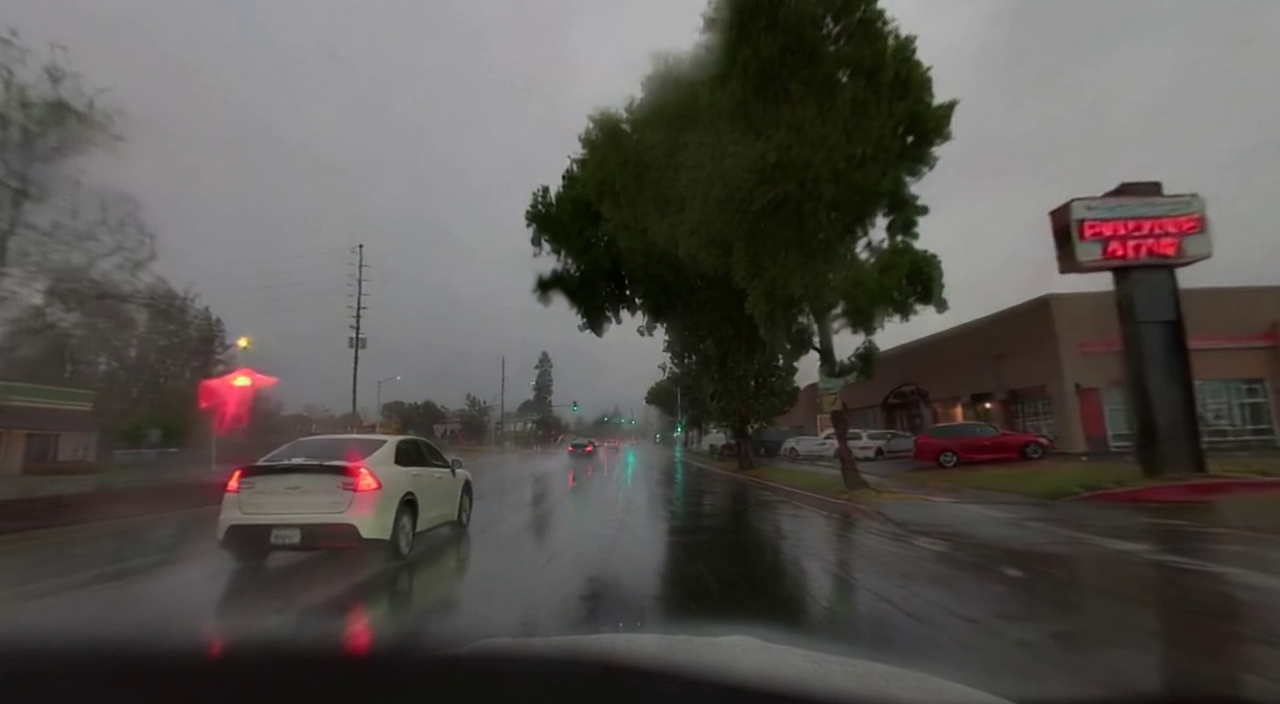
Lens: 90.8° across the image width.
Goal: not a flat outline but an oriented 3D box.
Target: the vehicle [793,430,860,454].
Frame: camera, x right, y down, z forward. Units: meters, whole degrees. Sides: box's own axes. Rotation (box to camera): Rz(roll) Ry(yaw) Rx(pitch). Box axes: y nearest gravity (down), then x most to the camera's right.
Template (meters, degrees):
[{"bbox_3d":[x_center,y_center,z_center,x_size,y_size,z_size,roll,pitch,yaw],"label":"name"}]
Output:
[{"bbox_3d":[13.468,6.554,45.806,4.165,1.650,1.946,0,-9,-2],"label":"vehicle"}]

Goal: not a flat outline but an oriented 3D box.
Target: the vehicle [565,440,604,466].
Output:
[{"bbox_3d":[-3.262,6.045,37.964,1.955,1.461,4.396,0,-9,0],"label":"vehicle"}]

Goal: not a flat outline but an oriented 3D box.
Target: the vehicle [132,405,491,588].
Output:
[{"bbox_3d":[-3.550,1.672,8.127,2.126,1.655,4.560,0,-9,0],"label":"vehicle"}]

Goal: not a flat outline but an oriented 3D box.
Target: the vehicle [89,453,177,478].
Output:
[{"bbox_3d":[-34.154,7.650,42.761,1.921,1.506,5.032,0,-9,-2],"label":"vehicle"}]

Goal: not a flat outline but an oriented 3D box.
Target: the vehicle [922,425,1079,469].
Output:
[{"bbox_3d":[13.511,3.612,23.898,4.697,1.518,1.990,-1,-9,-1],"label":"vehicle"}]

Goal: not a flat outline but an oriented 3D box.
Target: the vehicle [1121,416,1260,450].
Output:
[{"bbox_3d":[26.369,3.921,30.366,4.882,1.568,1.963,0,-9,-3],"label":"vehicle"}]
